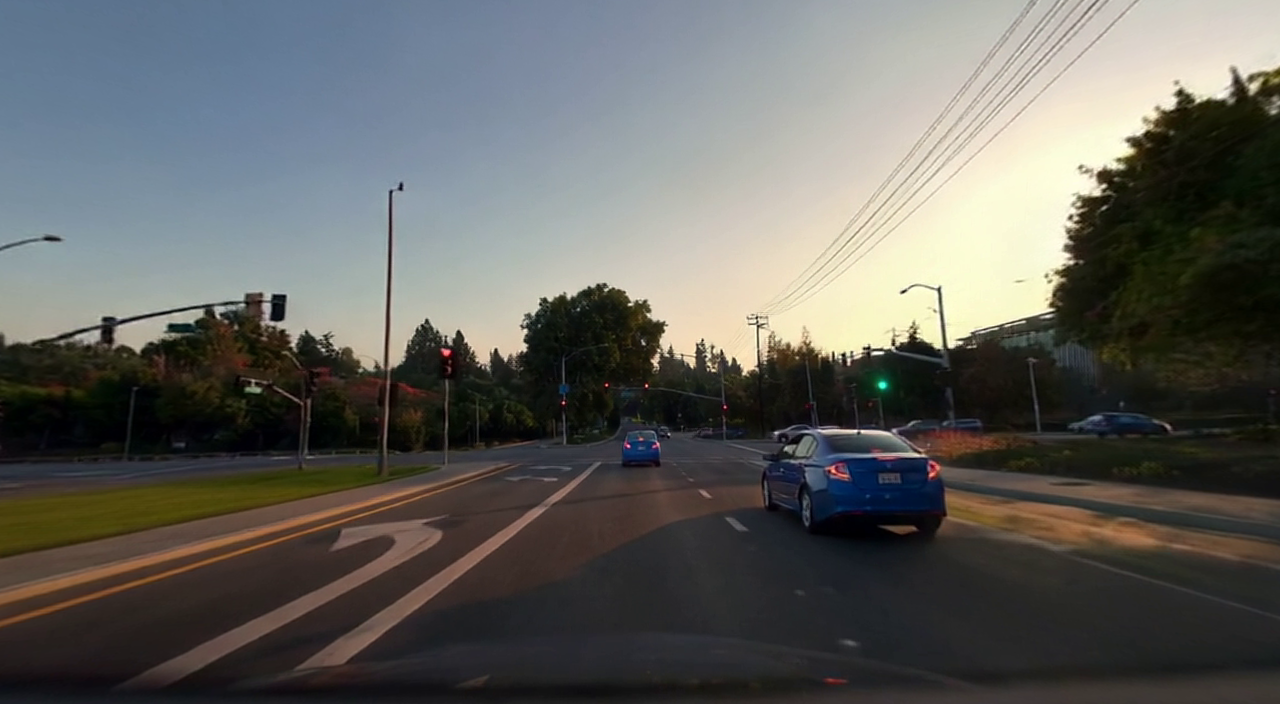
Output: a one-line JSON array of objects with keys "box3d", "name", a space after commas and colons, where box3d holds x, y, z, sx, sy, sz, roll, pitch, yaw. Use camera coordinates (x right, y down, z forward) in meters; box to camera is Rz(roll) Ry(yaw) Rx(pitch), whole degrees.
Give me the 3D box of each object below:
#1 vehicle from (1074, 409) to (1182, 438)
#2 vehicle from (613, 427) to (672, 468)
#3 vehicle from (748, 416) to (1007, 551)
[{"box3d": [33.461, 4.958, 43.417, 5.668, 1.925, 2.384, 1, -8, -6], "name": "vehicle"}, {"box3d": [0.105, 3.729, 24.635, 2.110, 1.466, 3.860, 0, -8, 0], "name": "vehicle"}, {"box3d": [2.954, 1.749, 9.048, 2.004, 1.448, 4.263, 0, -8, -1], "name": "vehicle"}]
